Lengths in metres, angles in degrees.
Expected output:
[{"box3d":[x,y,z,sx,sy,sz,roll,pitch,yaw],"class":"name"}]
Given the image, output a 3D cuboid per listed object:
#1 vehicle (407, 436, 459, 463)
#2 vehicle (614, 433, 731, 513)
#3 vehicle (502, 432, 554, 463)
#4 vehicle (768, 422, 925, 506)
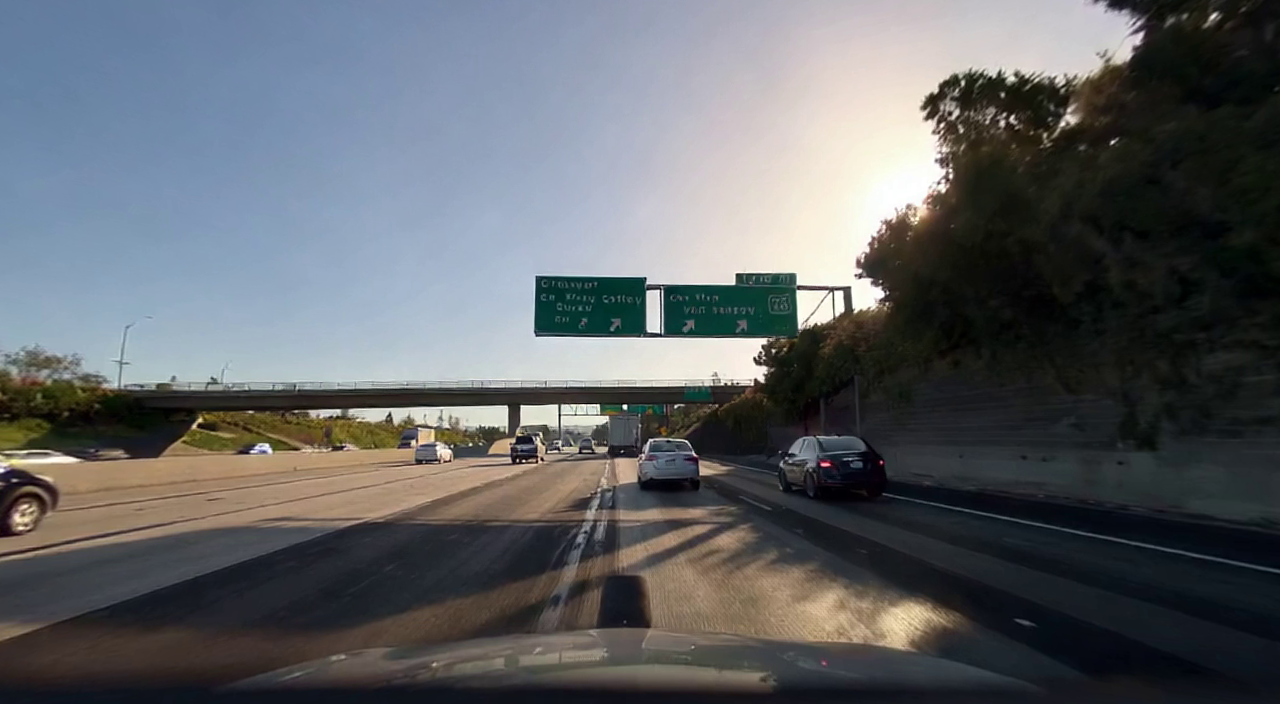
[{"box3d":[-14.515,6.888,44.546,2.180,1.796,4.839,0,-8,-2],"class":"vehicle"},{"box3d":[0.518,2.540,13.760,2.042,1.446,4.269,0,-8,-4],"class":"vehicle"},{"box3d":[-7.362,6.377,42.136,2.486,1.856,6.310,0,-8,-1],"class":"vehicle"},{"box3d":[4.728,2.639,15.280,2.100,1.707,4.342,0,-8,-4],"class":"vehicle"}]
